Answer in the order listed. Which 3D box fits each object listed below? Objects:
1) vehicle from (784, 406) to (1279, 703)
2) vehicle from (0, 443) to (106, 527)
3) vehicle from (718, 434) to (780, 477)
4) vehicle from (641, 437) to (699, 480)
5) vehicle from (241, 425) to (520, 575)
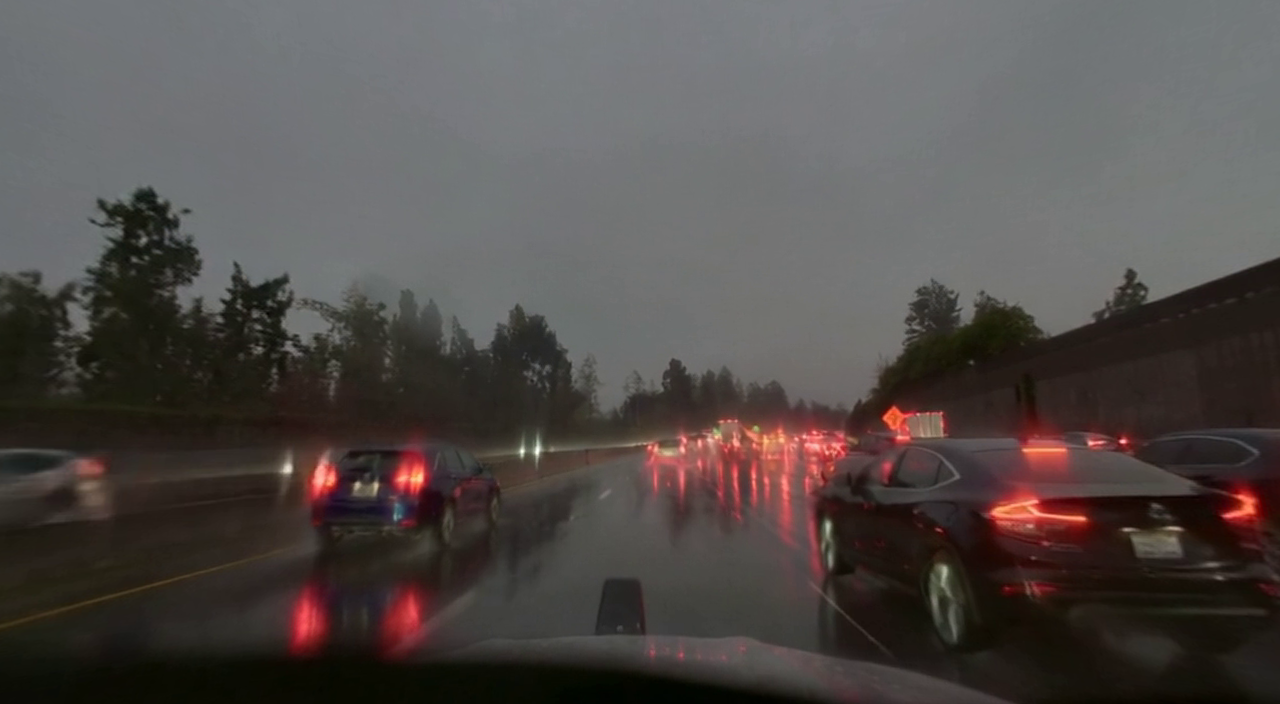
[{"bbox_3d":[2.681,1.333,5.000,2.009,1.489,4.559,0,-9,0],"label":"vehicle"},{"bbox_3d":[-13.347,2.551,12.030,2.014,1.590,4.697,0,-9,2],"label":"vehicle"},{"bbox_3d":[4.503,4.364,26.695,2.076,1.684,4.241,0,-9,3],"label":"vehicle"},{"bbox_3d":[1.260,4.352,25.969,2.201,1.614,3.803,-1,-9,3],"label":"vehicle"},{"bbox_3d":[-3.173,1.907,8.930,1.937,1.558,4.469,0,-9,1],"label":"vehicle"}]
